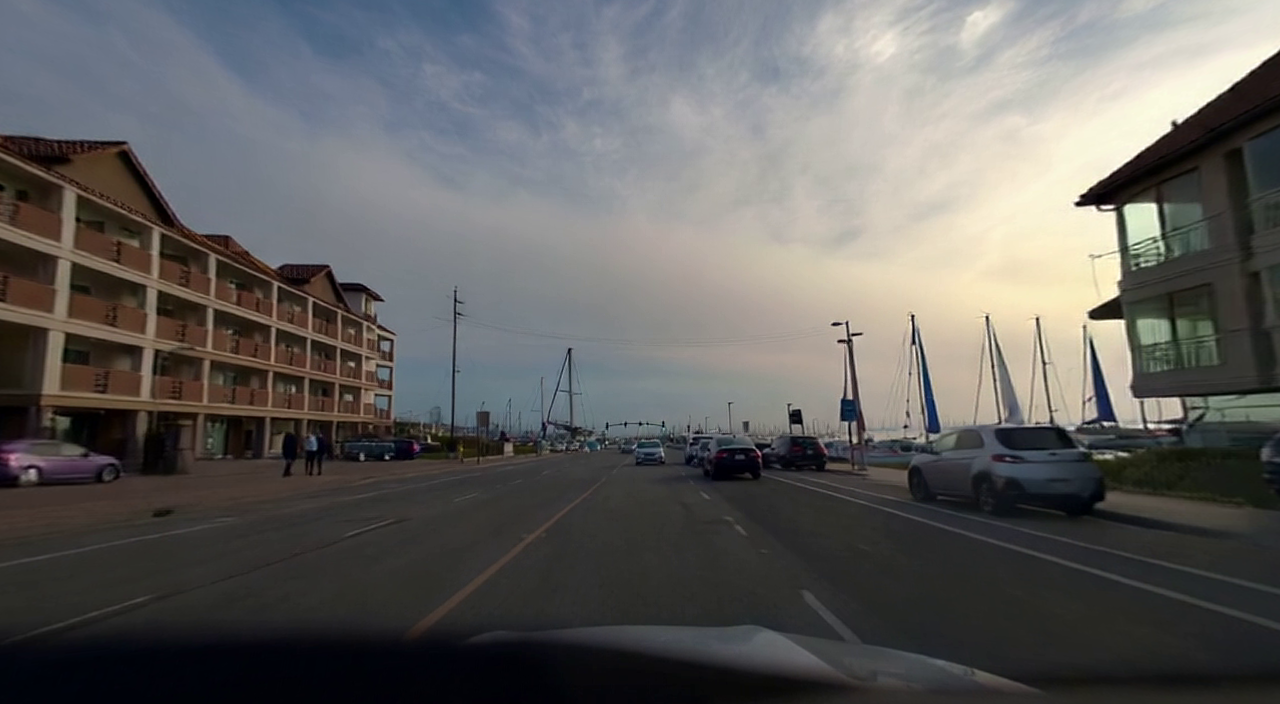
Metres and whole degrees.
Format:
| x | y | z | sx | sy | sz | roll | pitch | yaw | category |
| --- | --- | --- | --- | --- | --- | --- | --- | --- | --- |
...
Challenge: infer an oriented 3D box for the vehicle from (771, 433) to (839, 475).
| x | y | z | sx | sy | sz | roll | pitch | yaw | category |
| --- | --- | --- | --- | --- | --- | --- | --- | --- | --- |
| 7.885 | 4.927 | 30.621 | 1.969 | 1.852 | 4.514 | 0 | -8 | -1 | vehicle |

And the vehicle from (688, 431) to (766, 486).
| x | y | z | sx | sy | sz | roll | pitch | yaw | category |
| --- | --- | --- | --- | --- | --- | --- | --- | --- | --- |
| 2.768 | 3.515 | 21.049 | 2.047 | 1.640 | 4.051 | 0 | -8 | 0 | vehicle |

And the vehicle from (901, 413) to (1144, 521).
| x | y | z | sx | sy | sz | roll | pitch | yaw | category |
| --- | --- | --- | --- | --- | --- | --- | --- | --- | --- |
| 7.837 | 2.409 | 13.752 | 2.056 | 1.896 | 5.062 | 0 | -8 | -1 | vehicle |

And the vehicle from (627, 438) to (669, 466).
| x | y | z | sx | sy | sz | roll | pitch | yaw | category |
| --- | --- | --- | --- | --- | --- | --- | --- | --- | --- |
| 0.474 | 5.806 | 36.719 | 2.284 | 1.496 | 3.949 | 0 | -8 | 1 | vehicle |

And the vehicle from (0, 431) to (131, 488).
| x | y | z | sx | sy | sz | roll | pitch | yaw | category |
| --- | --- | --- | --- | --- | --- | --- | --- | --- | --- |
| -18.073 | 3.149 | 18.715 | 1.840 | 1.522 | 4.695 | -1 | -8 | 3 | vehicle |
